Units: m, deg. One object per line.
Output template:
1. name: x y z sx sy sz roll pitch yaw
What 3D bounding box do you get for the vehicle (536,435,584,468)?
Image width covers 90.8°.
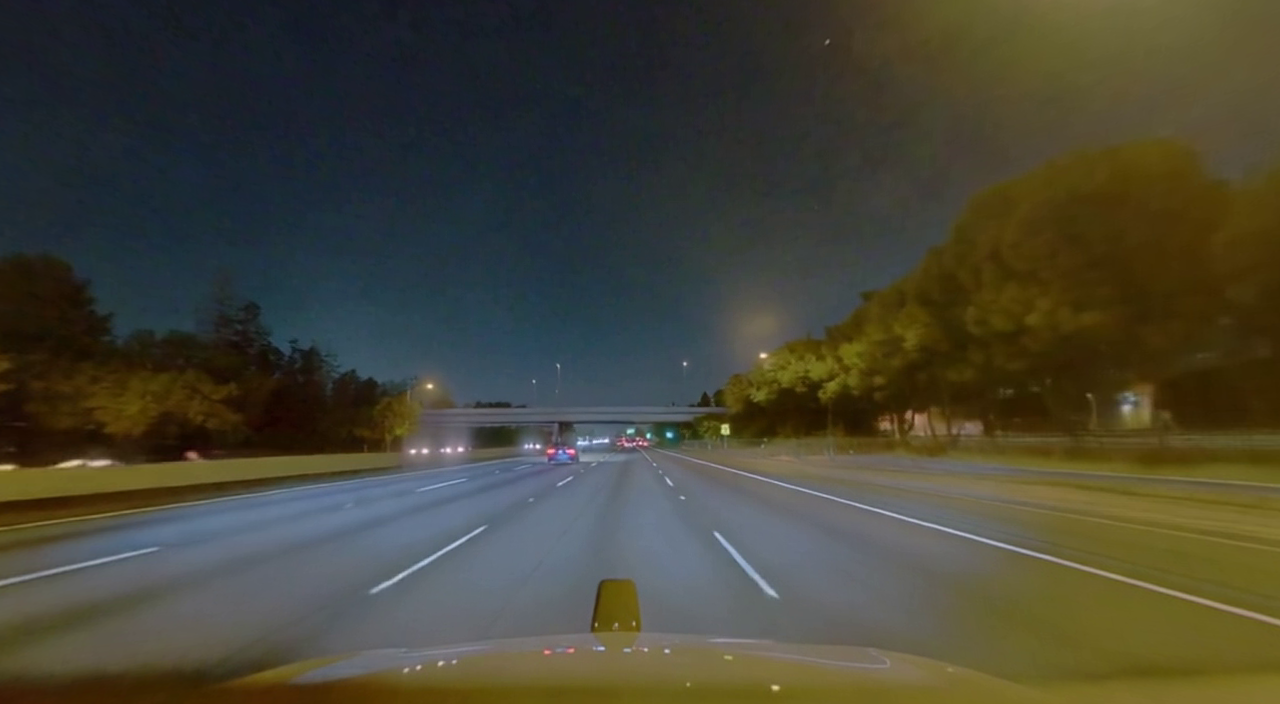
1. vehicle: -4.454 5.612 35.811 2.102 1.727 4.704 0 -8 0

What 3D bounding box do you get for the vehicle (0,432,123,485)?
1. vehicle: -17.445 3.091 18.631 1.532 1.391 3.350 0 -8 -1
